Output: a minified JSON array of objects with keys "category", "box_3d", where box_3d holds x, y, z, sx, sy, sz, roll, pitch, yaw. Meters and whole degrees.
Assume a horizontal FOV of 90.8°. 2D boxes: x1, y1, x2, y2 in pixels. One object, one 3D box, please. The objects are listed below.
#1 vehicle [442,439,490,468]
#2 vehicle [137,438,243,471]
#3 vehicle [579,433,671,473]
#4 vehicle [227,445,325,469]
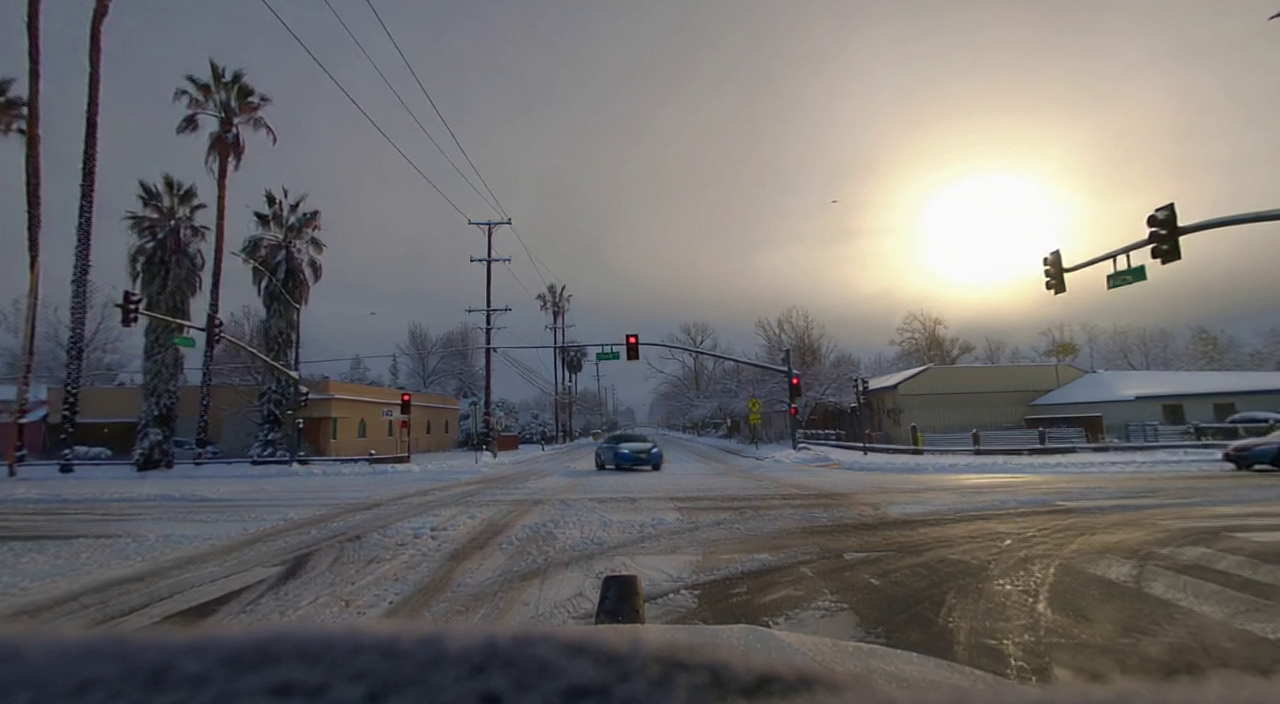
[{"category":"vehicle","box_3d":[-11.960,6.990,43.712,2.016,1.717,4.287,-2,-7,1]},{"category":"vehicle","box_3d":[-25.906,5.929,36.457,4.613,1.820,2.021,-1,-9,3]},{"category":"vehicle","box_3d":[-0.776,4.295,27.038,2.223,1.490,5.094,3,-9,-22]},{"category":"vehicle","box_3d":[-22.291,6.430,38.843,4.849,1.444,1.881,0,-8,1]}]
